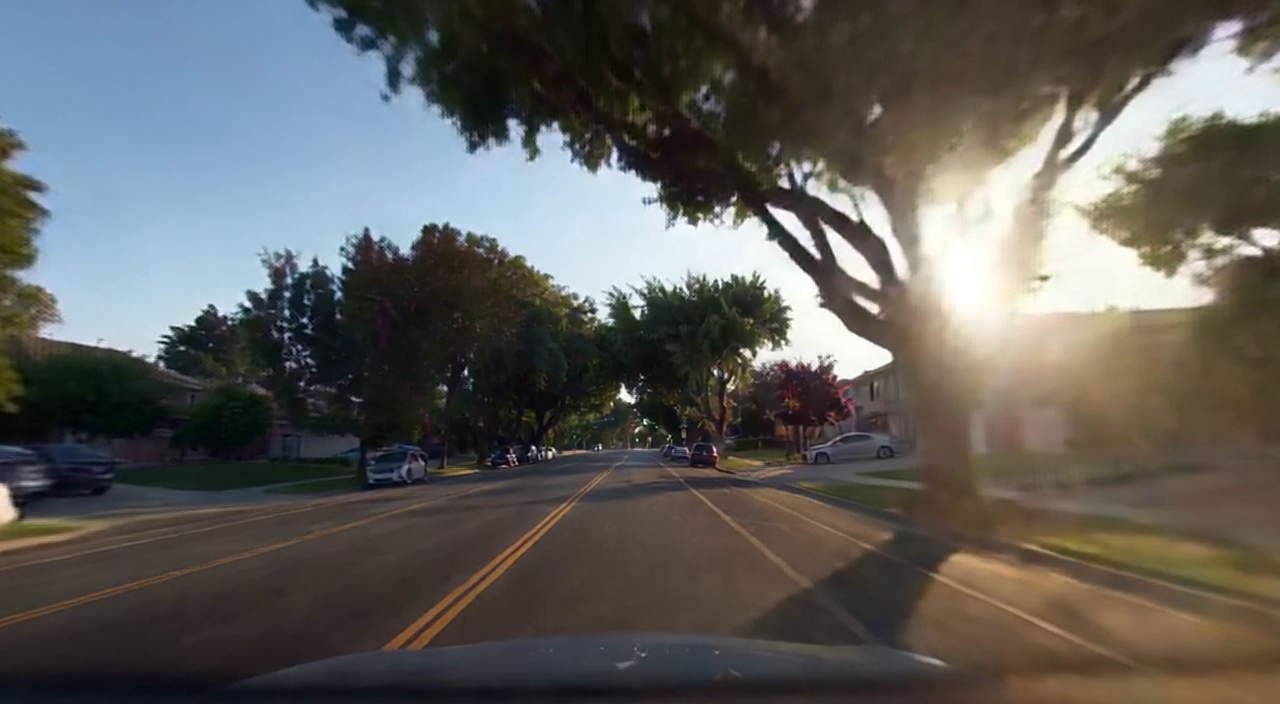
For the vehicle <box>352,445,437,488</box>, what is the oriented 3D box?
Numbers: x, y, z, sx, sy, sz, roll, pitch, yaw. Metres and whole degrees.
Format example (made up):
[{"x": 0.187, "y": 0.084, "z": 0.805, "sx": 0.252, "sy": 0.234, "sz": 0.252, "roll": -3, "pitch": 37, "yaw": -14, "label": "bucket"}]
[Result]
[{"x": -10.952, "y": 5.148, "z": 28.559, "sx": 2.082, "sy": 1.661, "sz": 4.403, "roll": -2, "pitch": -10, "yaw": 0, "label": "vehicle"}]

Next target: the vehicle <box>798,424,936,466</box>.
[{"x": 12.404, "y": 5.122, "z": 34.862, "sx": 6.619, "sy": 1.884, "sz": 2.225, "roll": -3, "pitch": -8, "yaw": 0, "label": "vehicle"}]

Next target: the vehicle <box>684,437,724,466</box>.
[{"x": 4.388, "y": 6.939, "z": 44.109, "sx": 2.215, "sy": 1.886, "sz": 4.577, "roll": 1, "pitch": -8, "yaw": -2, "label": "vehicle"}]

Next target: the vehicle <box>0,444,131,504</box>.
[{"x": -18.958, "y": 3.752, "z": 19.643, "sx": 4.465, "sy": 1.728, "sz": 1.904, "roll": 0, "pitch": -8, "yaw": -1, "label": "vehicle"}]
